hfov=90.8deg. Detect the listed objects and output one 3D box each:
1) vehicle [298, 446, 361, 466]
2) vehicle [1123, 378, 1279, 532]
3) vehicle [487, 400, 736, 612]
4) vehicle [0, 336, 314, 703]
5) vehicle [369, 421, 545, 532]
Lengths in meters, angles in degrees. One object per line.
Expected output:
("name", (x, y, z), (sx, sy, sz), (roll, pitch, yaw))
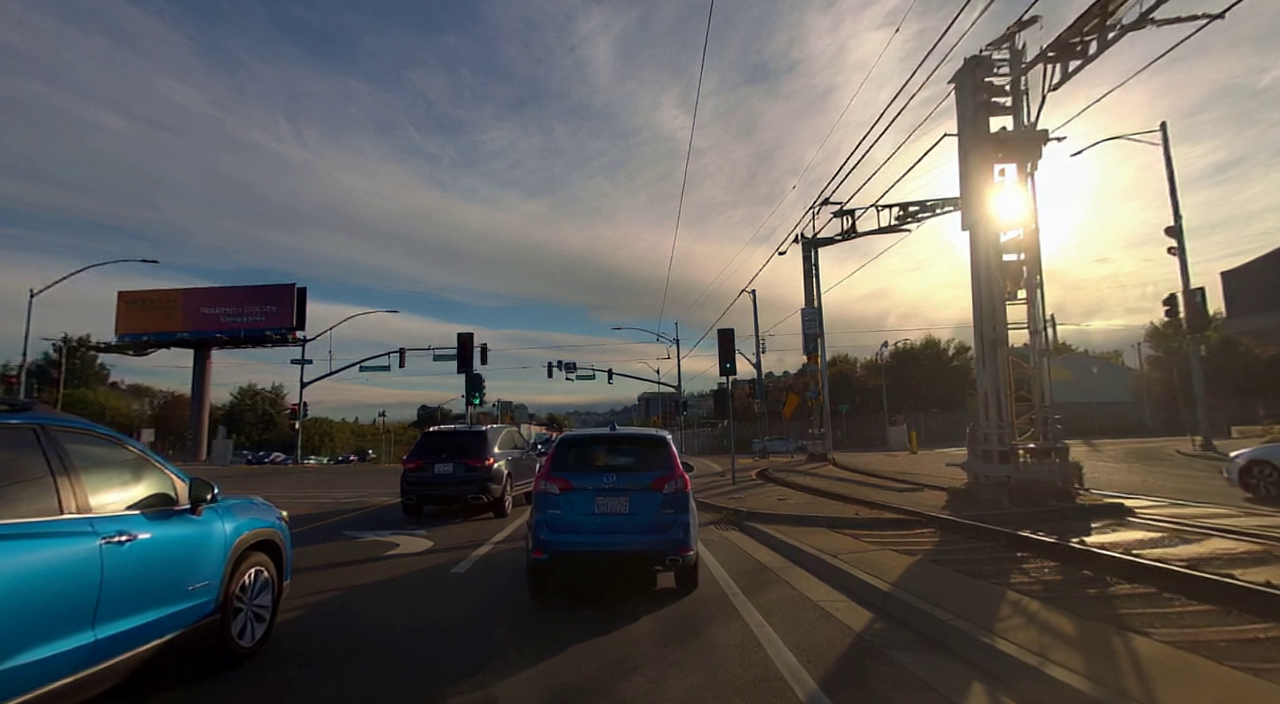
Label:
("vehicle", (-24.104, 8.063, 49.049), (4.357, 1.444, 1.842), (-3, -9, 20))
("vehicle", (9.582, 1.315, 8.181), (5.060, 1.702, 2.033), (1, -9, -4))
("vehicle", (-0.239, 1.534, 7.058), (2.025, 1.723, 3.644), (0, -9, 0))
("vehicle", (-3.934, 0.864, 2.998), (2.052, 1.814, 5.184), (0, -9, -1))
("vehicle", (-3.128, 2.233, 11.869), (1.988, 1.678, 4.317), (0, -9, 0))
